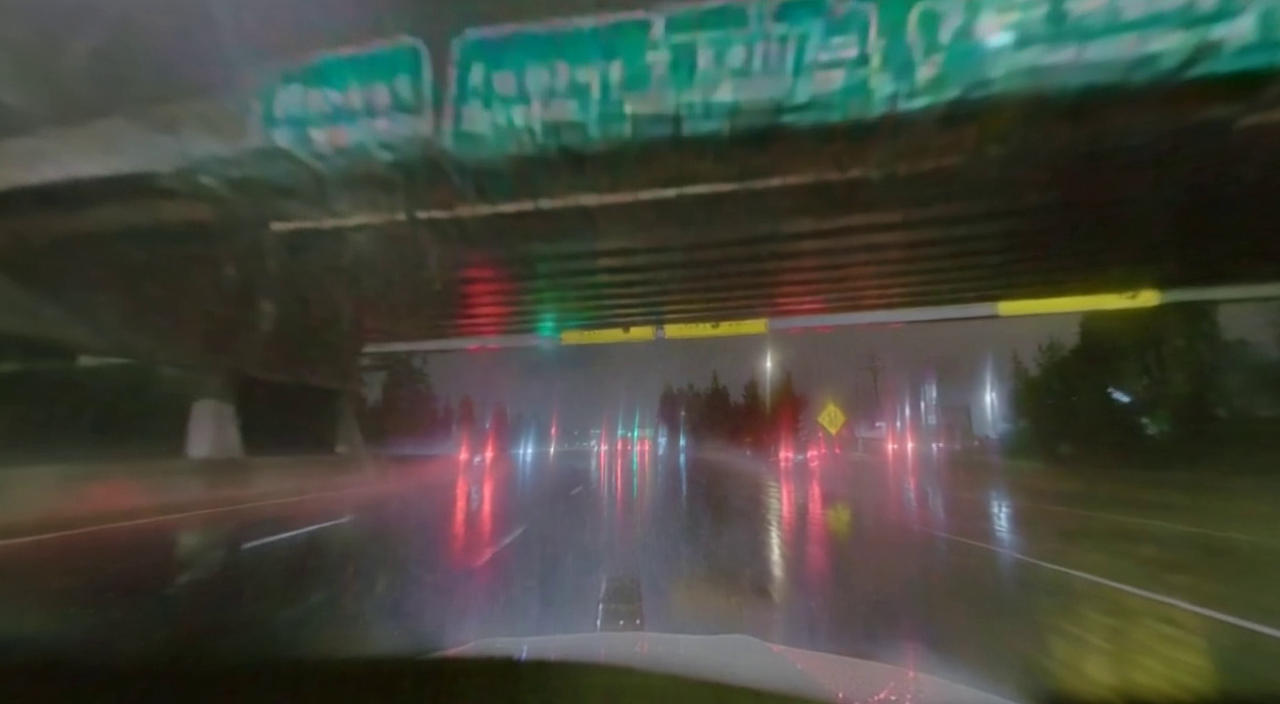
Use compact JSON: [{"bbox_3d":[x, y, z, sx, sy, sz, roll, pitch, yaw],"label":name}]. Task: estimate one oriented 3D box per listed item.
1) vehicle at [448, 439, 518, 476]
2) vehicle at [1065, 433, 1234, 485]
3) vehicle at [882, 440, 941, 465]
[{"bbox_3d":[-6.898,4.666,28.143,1.985,1.513,4.172,0,-9,1],"label":"vehicle"},{"bbox_3d":[17.307,3.651,21.782,1.884,1.567,4.692,0,-9,0],"label":"vehicle"},{"bbox_3d":[18.383,6.832,42.905,1.989,1.529,4.791,0,-9,1],"label":"vehicle"}]
